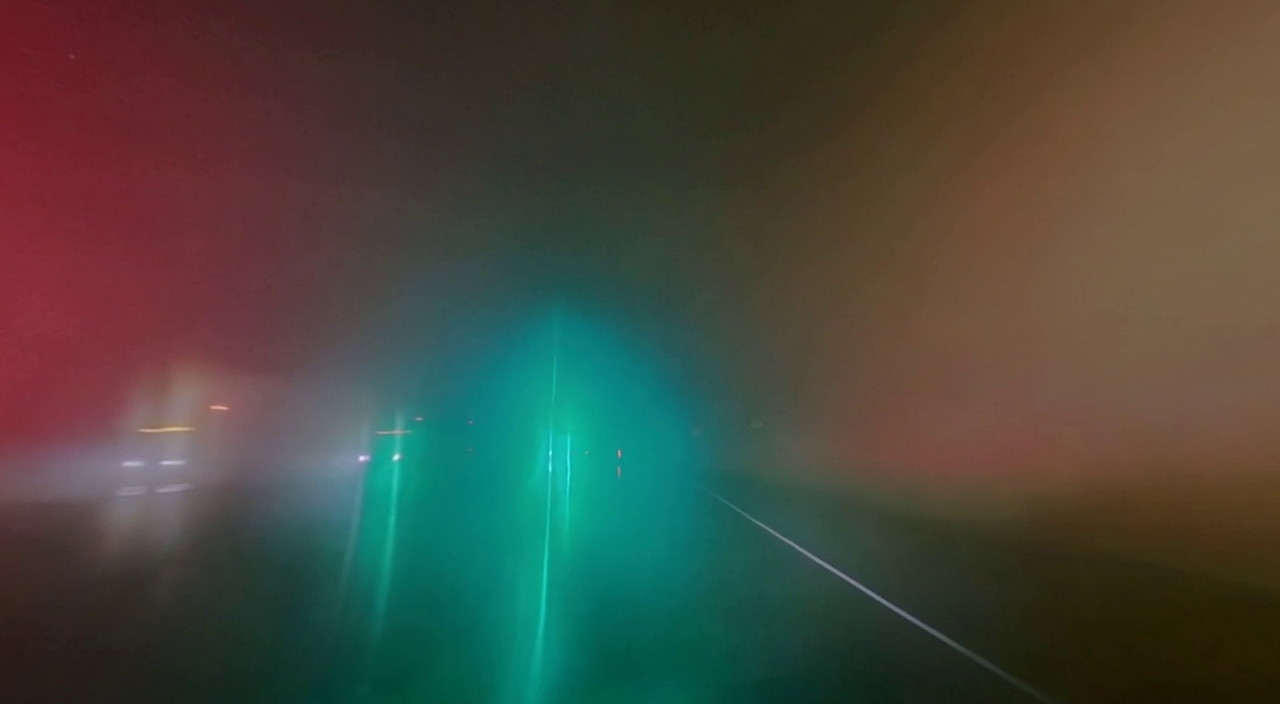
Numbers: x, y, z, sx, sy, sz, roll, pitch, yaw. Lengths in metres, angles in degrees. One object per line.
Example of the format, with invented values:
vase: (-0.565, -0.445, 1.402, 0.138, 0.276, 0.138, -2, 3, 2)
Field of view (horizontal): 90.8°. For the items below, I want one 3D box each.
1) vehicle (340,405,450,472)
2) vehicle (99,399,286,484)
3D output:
vehicle: (-15.826, 5.845, 41.923, 3.075, 3.898, 10.038, 0, -9, 1)
vehicle: (-23.103, 4.819, 33.542, 3.029, 3.844, 9.059, 0, -9, 1)
